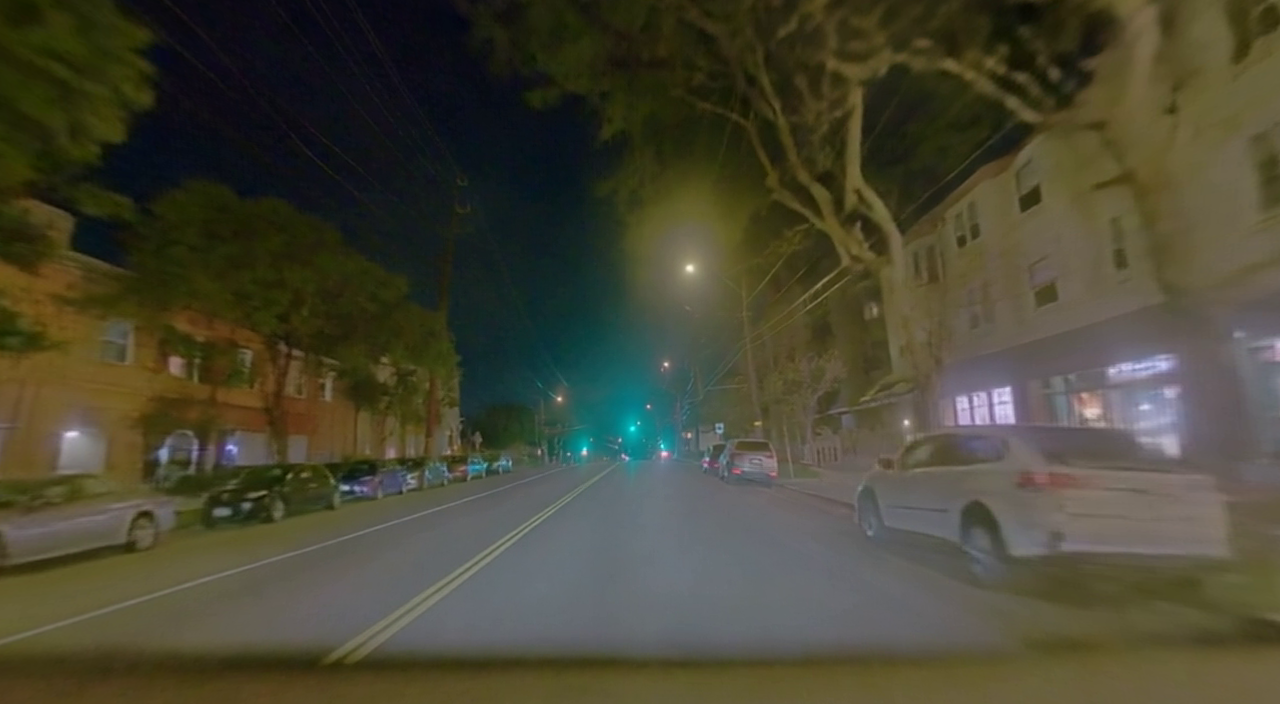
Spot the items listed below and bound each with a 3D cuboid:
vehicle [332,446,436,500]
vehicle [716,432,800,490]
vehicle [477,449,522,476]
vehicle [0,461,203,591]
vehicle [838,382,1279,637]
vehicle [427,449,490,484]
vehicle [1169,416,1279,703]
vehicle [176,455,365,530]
[{"bbox_3d":[-9.166,4.367,23.042,2.051,1.657,4.322,-3,-10,-1],"label":"vehicle"},{"bbox_3d":[3.895,3.687,21.701,2.155,1.747,4.311,0,-8,2],"label":"vehicle"},{"bbox_3d":[-9.071,7.101,41.027,2.000,1.495,4.687,-3,-8,-2],"label":"vehicle"},{"bbox_3d":[-9.125,2.427,9.253,2.208,1.508,4.590,0,-8,-1],"label":"vehicle"},{"bbox_3d":[3.971,1.450,6.860,2.040,1.801,4.569,0,-8,-1],"label":"vehicle"},{"bbox_3d":[-9.151,5.765,32.117,1.884,1.526,4.061,-5,-9,1],"label":"vehicle"},{"bbox_3d":[4.012,0.822,1.395,1.875,1.495,4.242,0,-8,-2],"label":"vehicle"},{"bbox_3d":[-8.986,3.408,15.972,1.948,1.508,4.656,0,-8,1],"label":"vehicle"}]
